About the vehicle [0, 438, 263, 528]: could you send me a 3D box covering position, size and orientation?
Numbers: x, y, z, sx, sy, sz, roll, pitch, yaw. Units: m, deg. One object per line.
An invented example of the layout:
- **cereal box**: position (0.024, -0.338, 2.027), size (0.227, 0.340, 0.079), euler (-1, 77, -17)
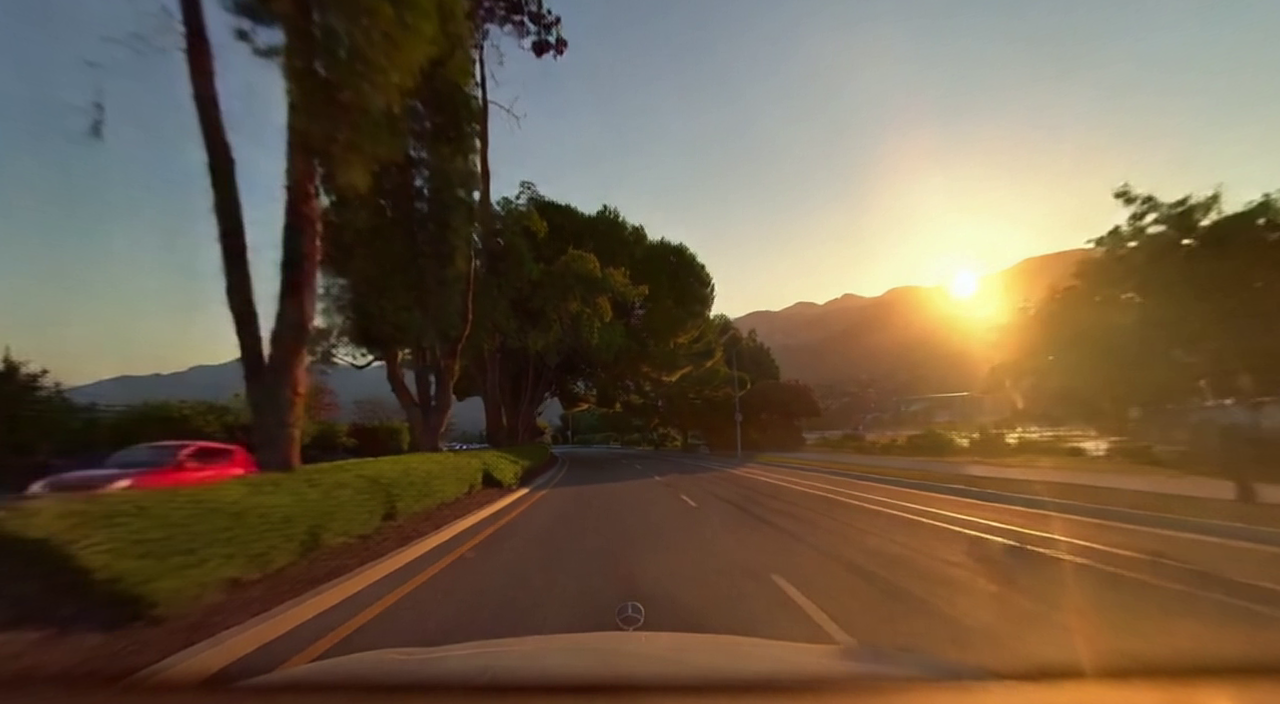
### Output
- **vehicle**: position (-9.980, 2.538, 12.841), size (2.055, 1.471, 4.317), euler (0, -9, -2)
